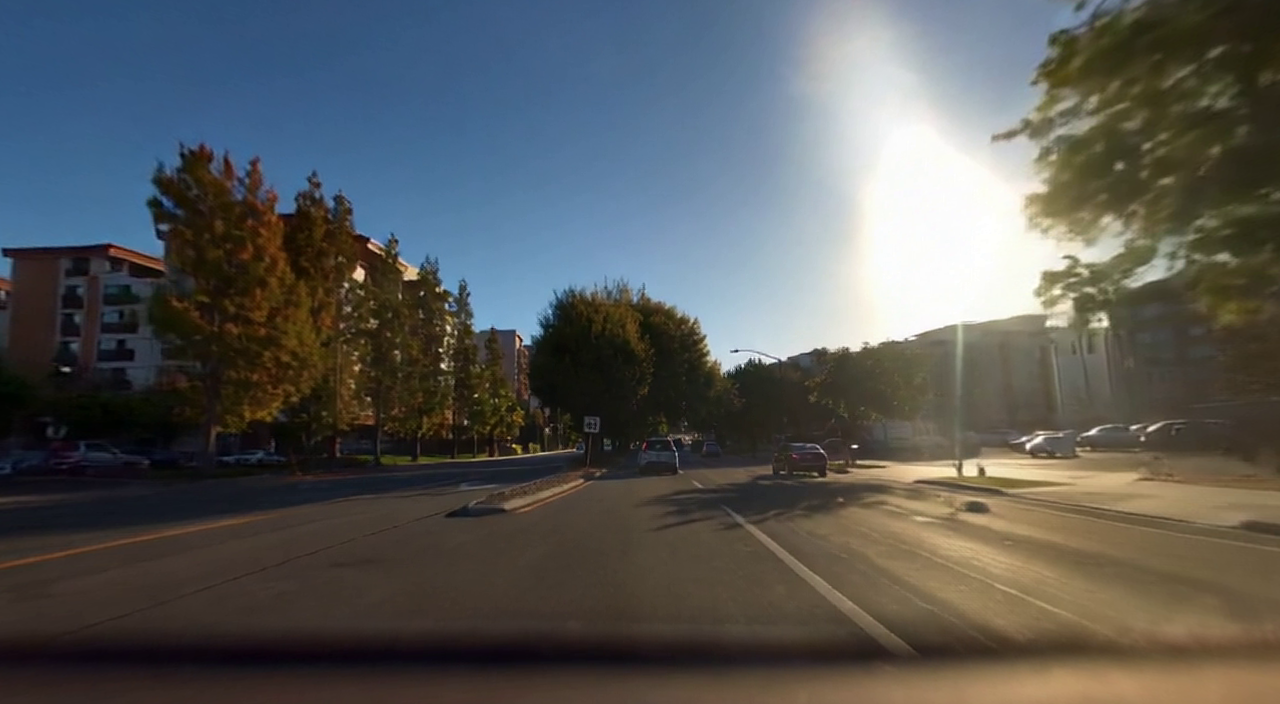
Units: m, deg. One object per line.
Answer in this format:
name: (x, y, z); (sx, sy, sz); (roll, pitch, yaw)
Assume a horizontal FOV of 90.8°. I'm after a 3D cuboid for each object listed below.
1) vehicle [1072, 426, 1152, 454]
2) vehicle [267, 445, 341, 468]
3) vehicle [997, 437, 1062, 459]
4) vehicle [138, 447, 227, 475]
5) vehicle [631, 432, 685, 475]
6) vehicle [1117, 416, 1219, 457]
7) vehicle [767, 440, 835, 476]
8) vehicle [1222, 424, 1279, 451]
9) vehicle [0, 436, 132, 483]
vehicle: (31.965, 6.017, 43.001); (1.924, 1.809, 4.977); (-1, -8, 5)
vehicle: (-26.280, 8.178, 49.510); (4.541, 1.676, 2.063); (0, -8, 1)
vehicle: (26.533, 6.565, 43.184); (1.887, 1.419, 4.191); (0, -9, 2)
vehicle: (-29.691, 7.064, 41.087); (4.251, 1.598, 1.925); (-2, -10, -2)
vehicle: (0.732, 4.615, 28.959); (2.227, 1.794, 4.457); (0, -8, -2)
vehicle: (34.966, 5.697, 42.083); (2.537, 2.468, 5.020); (0, -9, 3)
vehicle: (7.563, 4.998, 30.085); (2.029, 1.548, 4.422); (0, -8, -1)
vehicle: (42.078, 5.755, 42.321); (1.860, 1.717, 4.716); (-1, -8, 4)
vehicle: (-30.323, 5.614, 33.221); (5.278, 2.181, 1.993); (-1, -6, -5)
